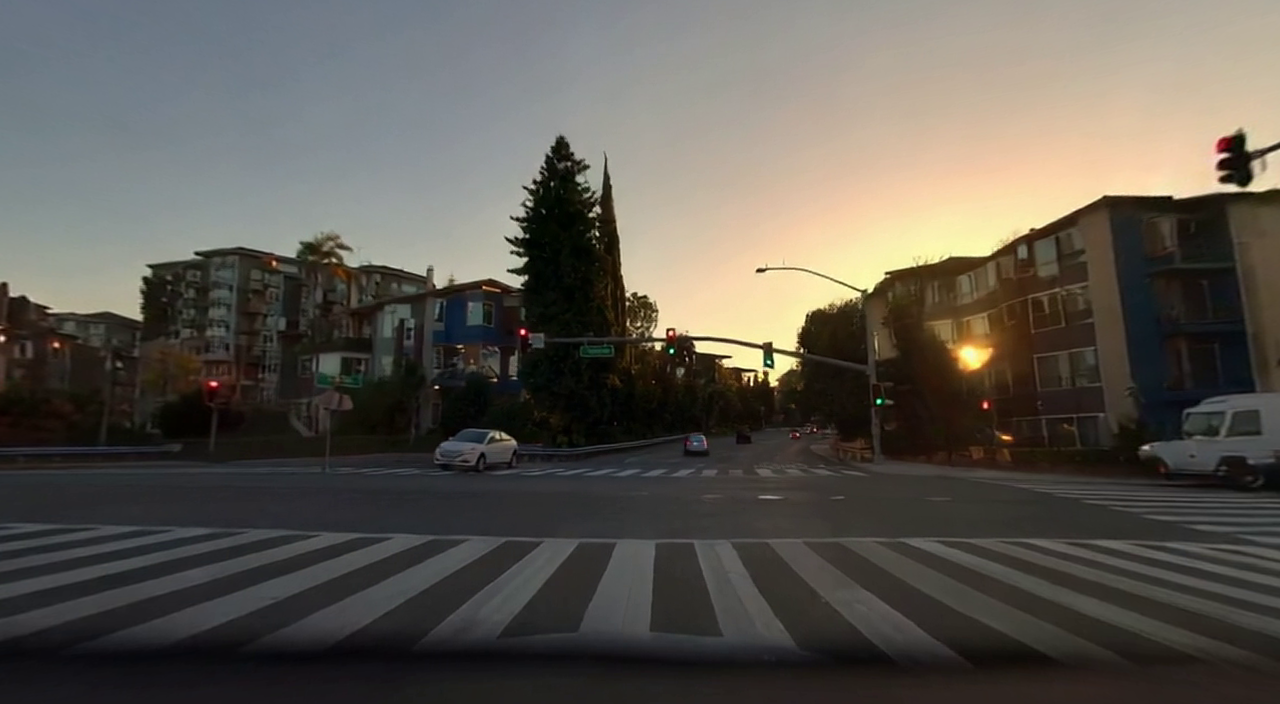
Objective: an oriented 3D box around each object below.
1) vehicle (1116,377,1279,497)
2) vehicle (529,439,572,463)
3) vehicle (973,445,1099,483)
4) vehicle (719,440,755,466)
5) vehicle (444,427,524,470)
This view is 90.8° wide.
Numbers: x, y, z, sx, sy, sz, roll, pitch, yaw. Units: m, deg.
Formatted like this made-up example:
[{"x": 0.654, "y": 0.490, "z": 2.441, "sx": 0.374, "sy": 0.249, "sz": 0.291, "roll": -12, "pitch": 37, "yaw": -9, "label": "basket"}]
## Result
[{"x": 22.613, "y": 2.626, "z": 19.587, "sx": 12.701, "sy": 3.428, "sz": 3.061, "roll": -1, "pitch": -9, "yaw": 3, "label": "vehicle"}, {"x": -6.351, "y": 7.035, "z": 45.135, "sx": 1.907, "sy": 1.488, "sz": 4.326, "roll": -4, "pitch": -8, "yaw": 7, "label": "vehicle"}, {"x": 18.025, "y": 5.054, "z": 28.830, "sx": 4.580, "sy": 1.557, "sz": 2.023, "roll": -7, "pitch": -11, "yaw": 37, "label": "vehicle"}, {"x": 6.705, "y": 6.957, "z": 43.775, "sx": 2.255, "sy": 1.708, "sz": 4.328, "roll": -1, "pitch": -9, "yaw": 8, "label": "vehicle"}, {"x": -7.560, "y": 4.811, "z": 31.277, "sx": 2.296, "sy": 1.798, "sz": 5.303, "roll": -4, "pitch": -10, "yaw": 4, "label": "vehicle"}]
